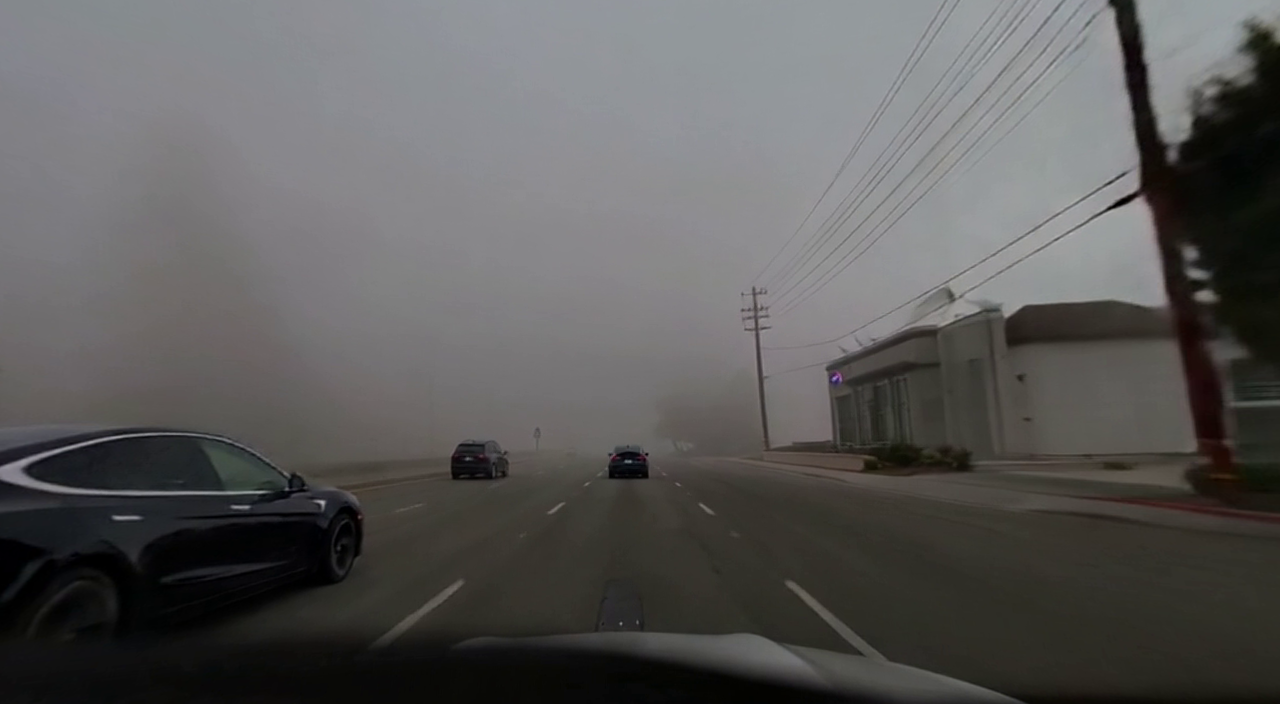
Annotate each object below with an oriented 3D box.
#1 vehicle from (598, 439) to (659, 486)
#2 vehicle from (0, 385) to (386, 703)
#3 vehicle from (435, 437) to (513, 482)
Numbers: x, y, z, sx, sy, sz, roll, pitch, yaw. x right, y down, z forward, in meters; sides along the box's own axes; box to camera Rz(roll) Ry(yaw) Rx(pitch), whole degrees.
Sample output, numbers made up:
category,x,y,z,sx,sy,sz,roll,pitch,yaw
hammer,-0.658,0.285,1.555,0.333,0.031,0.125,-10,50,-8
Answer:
category,x,y,z,sx,sy,sz,roll,pitch,yaw
vehicle,-0.413,4.244,24.640,2.189,1.652,4.135,0,-9,0
vehicle,-3.661,1.162,4.050,1.985,1.607,4.892,0,-9,0
vehicle,-7.319,4.785,28.455,2.203,1.819,4.547,0,-9,1
